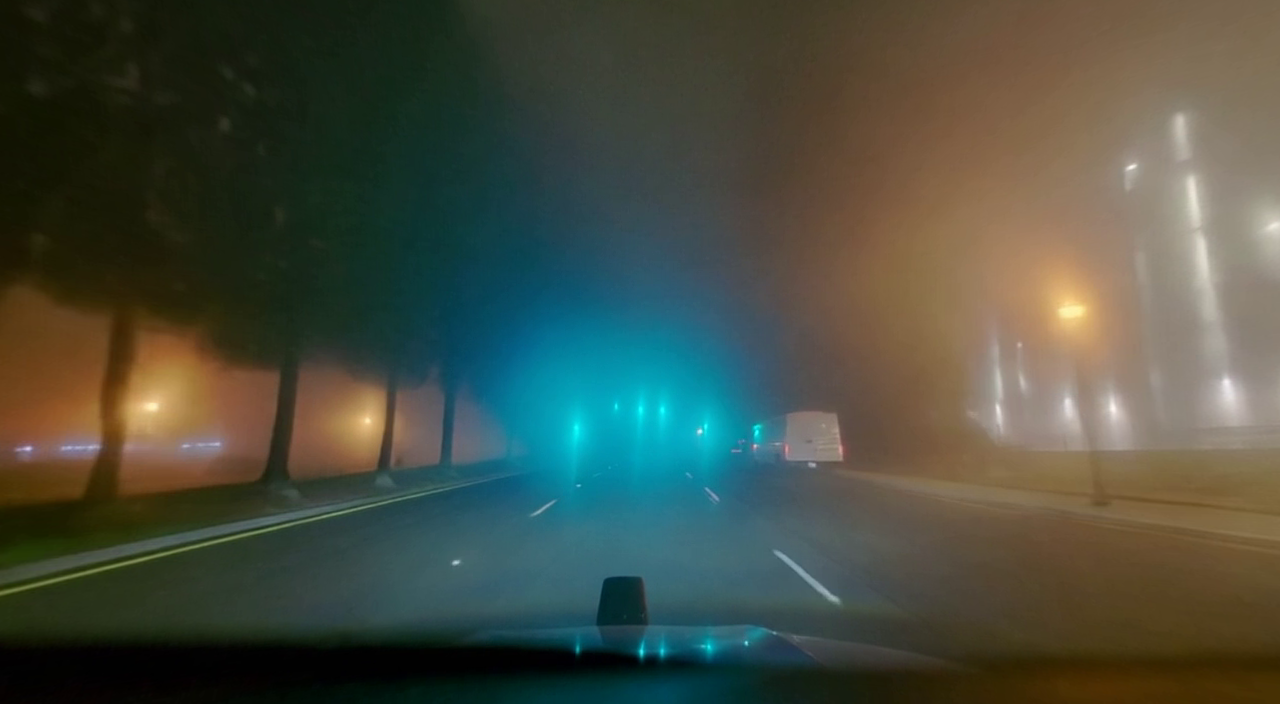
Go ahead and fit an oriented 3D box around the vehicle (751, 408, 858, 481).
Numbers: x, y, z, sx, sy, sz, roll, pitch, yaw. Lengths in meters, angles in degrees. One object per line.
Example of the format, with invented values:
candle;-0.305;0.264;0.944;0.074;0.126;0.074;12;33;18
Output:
vehicle;6.452;3.779;25.791;2.762;2.607;6.182;0;-8;1

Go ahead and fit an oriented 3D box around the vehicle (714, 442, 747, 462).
vehicle;7.030;7.862;49.501;1.847;1.472;4.846;0;-8;0
